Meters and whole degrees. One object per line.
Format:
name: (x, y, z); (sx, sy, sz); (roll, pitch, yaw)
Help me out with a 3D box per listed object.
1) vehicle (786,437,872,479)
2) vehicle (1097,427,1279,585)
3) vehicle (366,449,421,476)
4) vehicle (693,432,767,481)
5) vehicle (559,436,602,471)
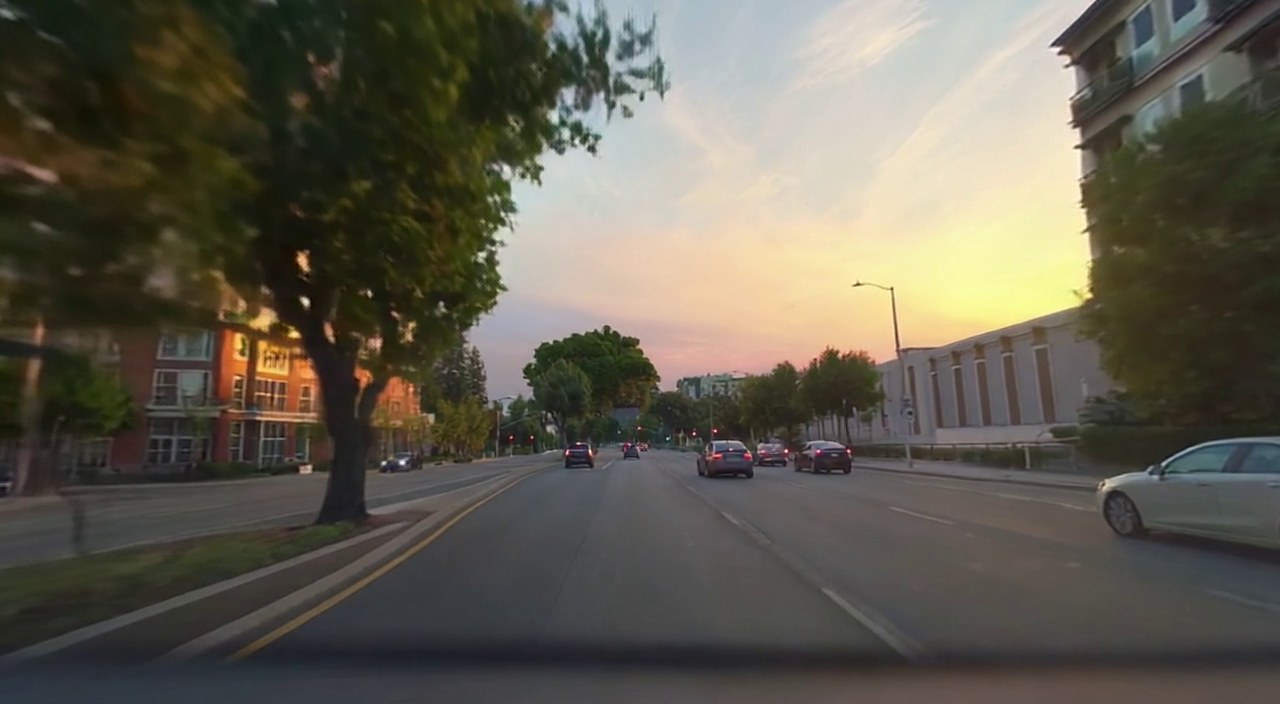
vehicle: (7.518, 4.256, 25.628); (1.944, 1.503, 4.723); (0, -8, -1)
vehicle: (6.821, 1.418, 5.861); (1.830, 1.443, 4.351); (0, -8, -1)
vehicle: (-16.781, 7.502, 43.297); (1.954, 1.699, 4.542); (0, -8, 0)
vehicle: (3.515, 4.201, 25.641); (2.152, 1.742, 4.704); (0, -8, -2)
vehicle: (-3.242, 5.630, 35.232); (2.155, 1.797, 3.989); (0, -8, -2)
